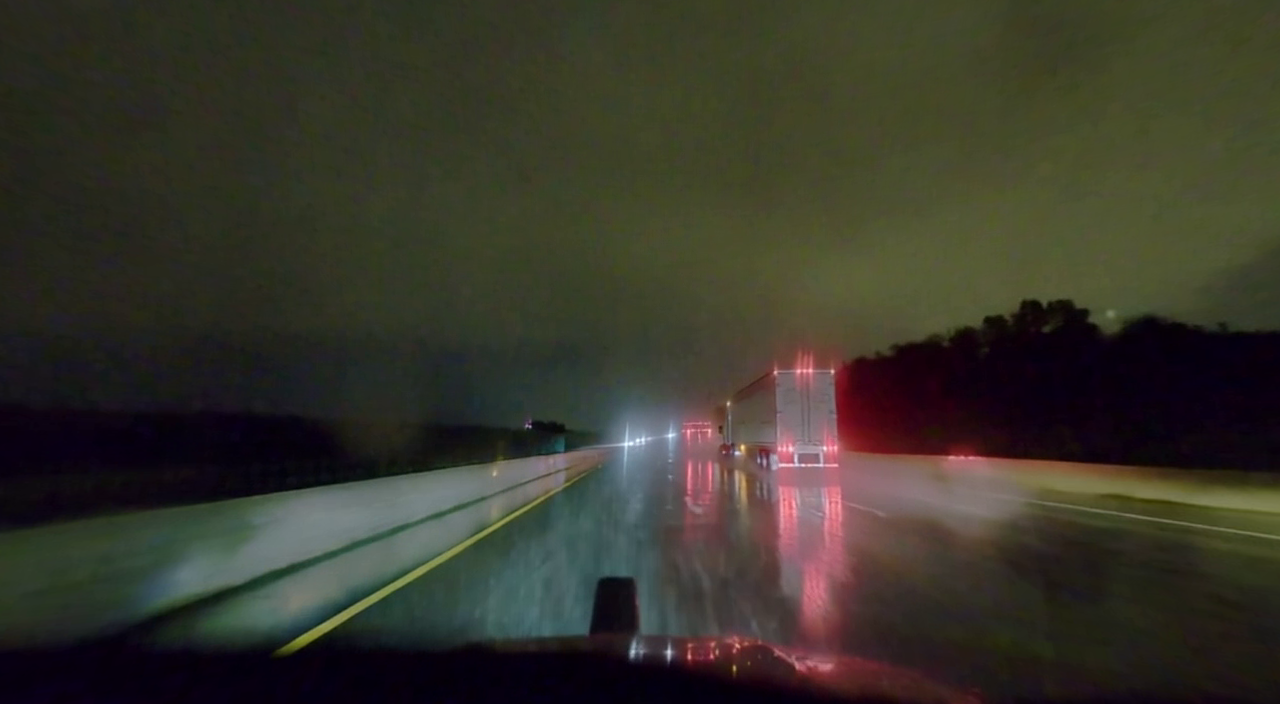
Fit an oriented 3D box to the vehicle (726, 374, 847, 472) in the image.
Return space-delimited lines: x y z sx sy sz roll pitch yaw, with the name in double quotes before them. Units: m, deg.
"vehicle" 7.066 3.948 33.316 2.885 4.075 13.981 0 -8 -1
